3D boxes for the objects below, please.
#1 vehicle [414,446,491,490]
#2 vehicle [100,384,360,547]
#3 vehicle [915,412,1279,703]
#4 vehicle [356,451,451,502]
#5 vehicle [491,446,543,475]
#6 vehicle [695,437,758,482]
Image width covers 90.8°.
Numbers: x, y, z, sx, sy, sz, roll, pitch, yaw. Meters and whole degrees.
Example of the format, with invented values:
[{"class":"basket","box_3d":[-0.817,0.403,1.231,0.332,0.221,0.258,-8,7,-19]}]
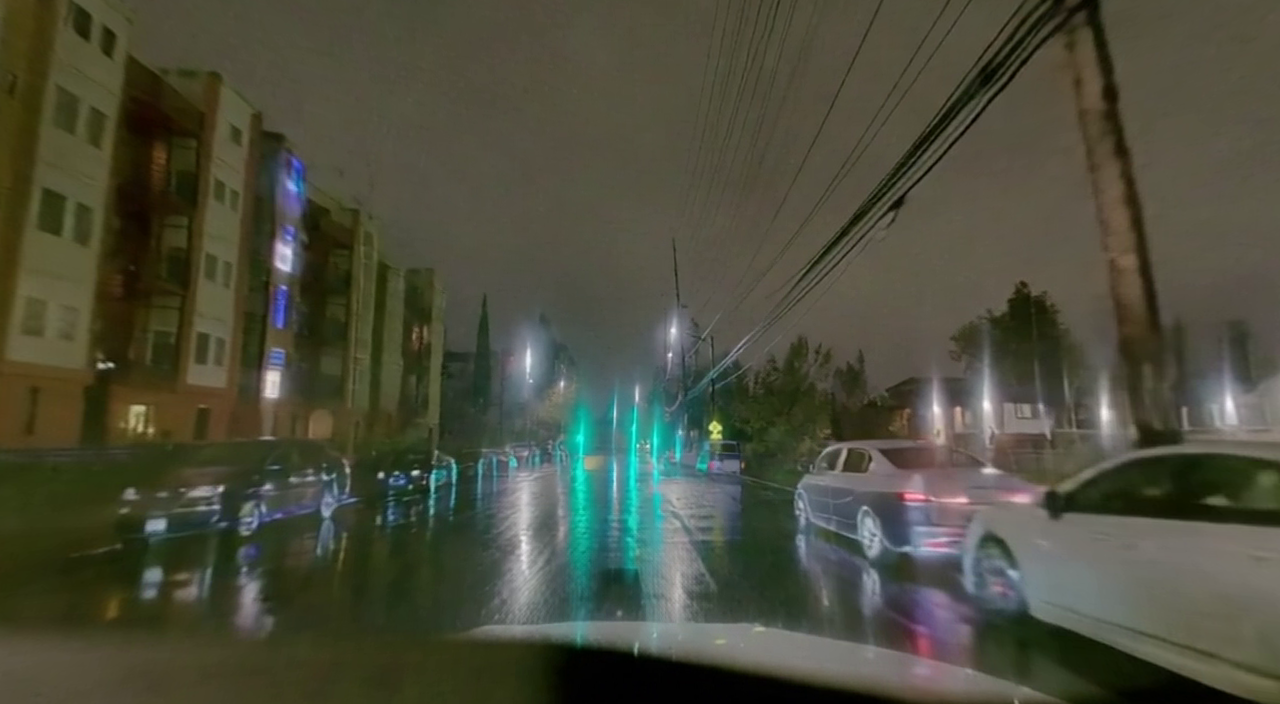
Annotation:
[{"class":"vehicle","box_3d":[-7.759,4.841,26.602,1.917,1.618,4.825,-1,-10,-2]},{"class":"vehicle","box_3d":[-7.157,2.030,11.728,1.889,2.463,4.142,0,-9,1]},{"class":"vehicle","box_3d":[3.804,1.226,3.888,1.943,1.563,4.752,1,-9,-2]},{"class":"vehicle","box_3d":[-7.768,4.101,21.209,1.873,1.437,4.068,-1,-8,-4]},{"class":"vehicle","box_3d":[-7.480,6.643,38.877,2.145,1.488,4.646,-2,-7,1]},{"class":"vehicle","box_3d":[3.585,4.522,26.919,2.095,1.694,4.592,-1,-8,1]}]
